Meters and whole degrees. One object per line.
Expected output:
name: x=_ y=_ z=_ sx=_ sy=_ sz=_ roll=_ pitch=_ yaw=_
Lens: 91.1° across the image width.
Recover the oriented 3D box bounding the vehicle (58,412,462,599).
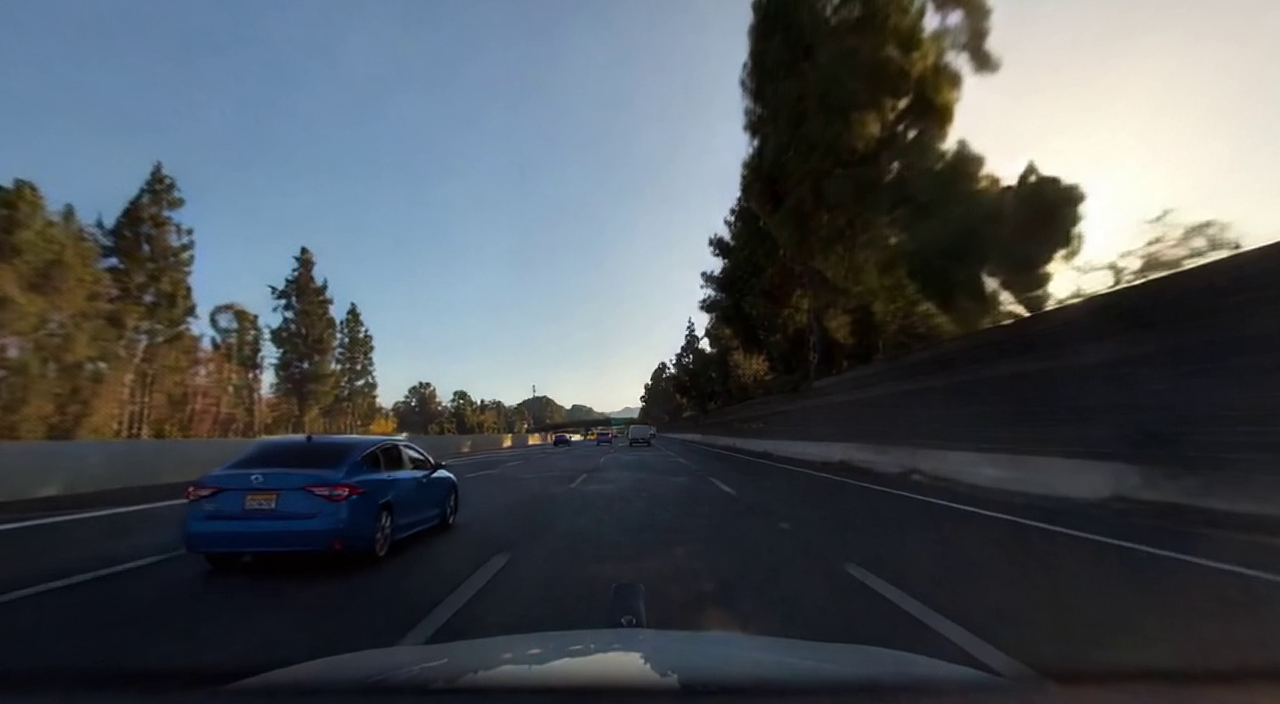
vehicle: x=-3.632 y=1.503 z=7.075 sx=2.079 sy=1.500 sz=3.881 roll=0 pitch=-8 yaw=1
